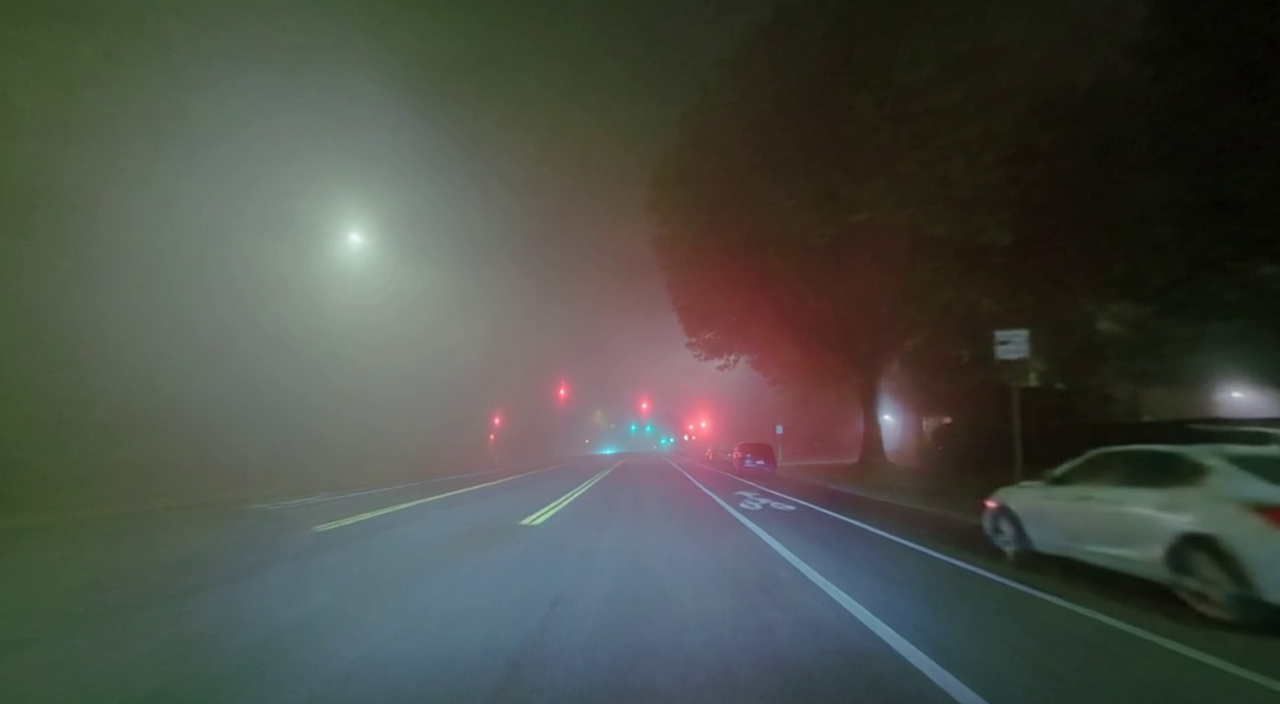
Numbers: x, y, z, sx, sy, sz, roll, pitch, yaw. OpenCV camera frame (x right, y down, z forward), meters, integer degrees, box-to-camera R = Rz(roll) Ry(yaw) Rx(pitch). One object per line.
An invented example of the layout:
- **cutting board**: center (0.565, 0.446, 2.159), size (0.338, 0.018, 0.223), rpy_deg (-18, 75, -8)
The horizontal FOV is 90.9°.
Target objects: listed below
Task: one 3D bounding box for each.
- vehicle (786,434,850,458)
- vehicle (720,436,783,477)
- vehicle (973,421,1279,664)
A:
- **vehicle**: center (13.662, 7.251, 48.609), size (4.283, 1.750, 2.227), rpy_deg (0, -9, 3)
- **vehicle**: center (5.132, 4.898, 29.699), size (2.069, 1.743, 4.595), rpy_deg (0, -9, 0)
- **vehicle**: center (4.994, 1.358, 5.085), size (2.032, 1.478, 5.040), rpy_deg (0, -9, 2)
